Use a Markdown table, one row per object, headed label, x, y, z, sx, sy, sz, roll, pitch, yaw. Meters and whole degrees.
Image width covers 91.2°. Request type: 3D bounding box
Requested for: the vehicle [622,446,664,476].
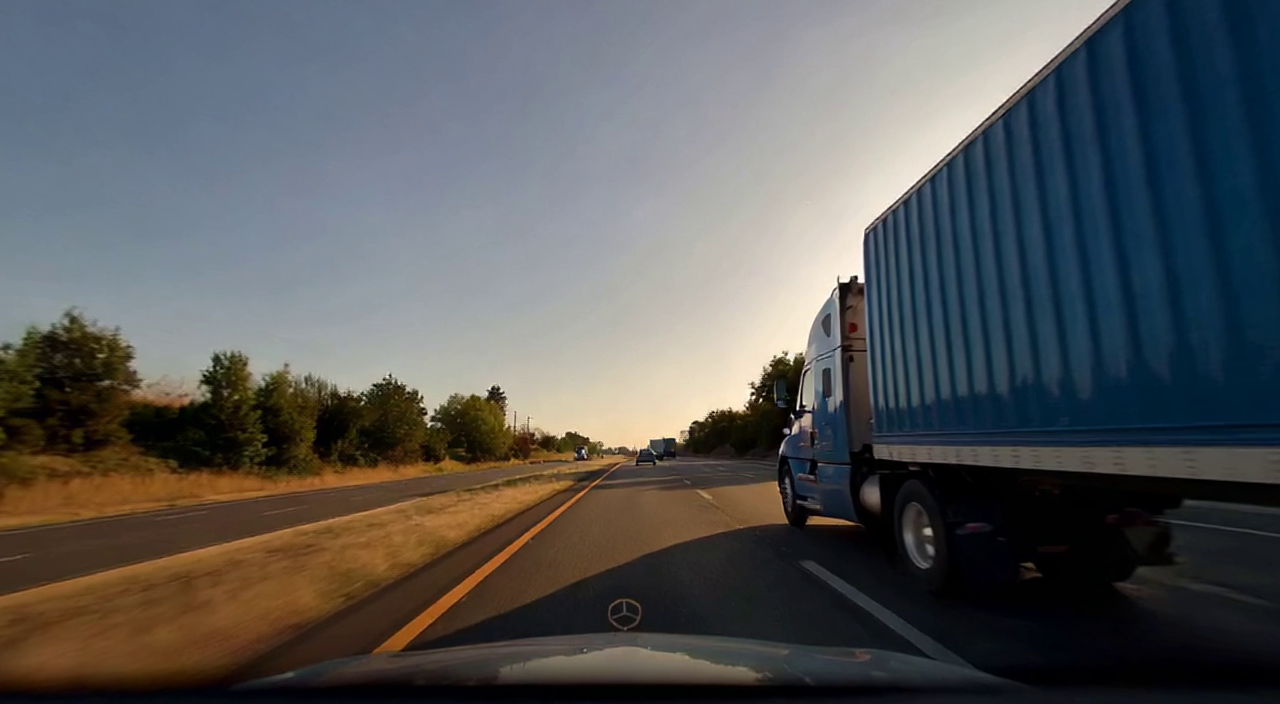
| label | x | y | z | sx | sy | sz | roll | pitch | yaw |
| --- | --- | --- | --- | --- | --- | --- | --- | --- | --- |
| vehicle | 0.136 | 5.825 | 33.603 | 2.083 | 1.473 | 3.923 | 0 | -9 | 0 |
